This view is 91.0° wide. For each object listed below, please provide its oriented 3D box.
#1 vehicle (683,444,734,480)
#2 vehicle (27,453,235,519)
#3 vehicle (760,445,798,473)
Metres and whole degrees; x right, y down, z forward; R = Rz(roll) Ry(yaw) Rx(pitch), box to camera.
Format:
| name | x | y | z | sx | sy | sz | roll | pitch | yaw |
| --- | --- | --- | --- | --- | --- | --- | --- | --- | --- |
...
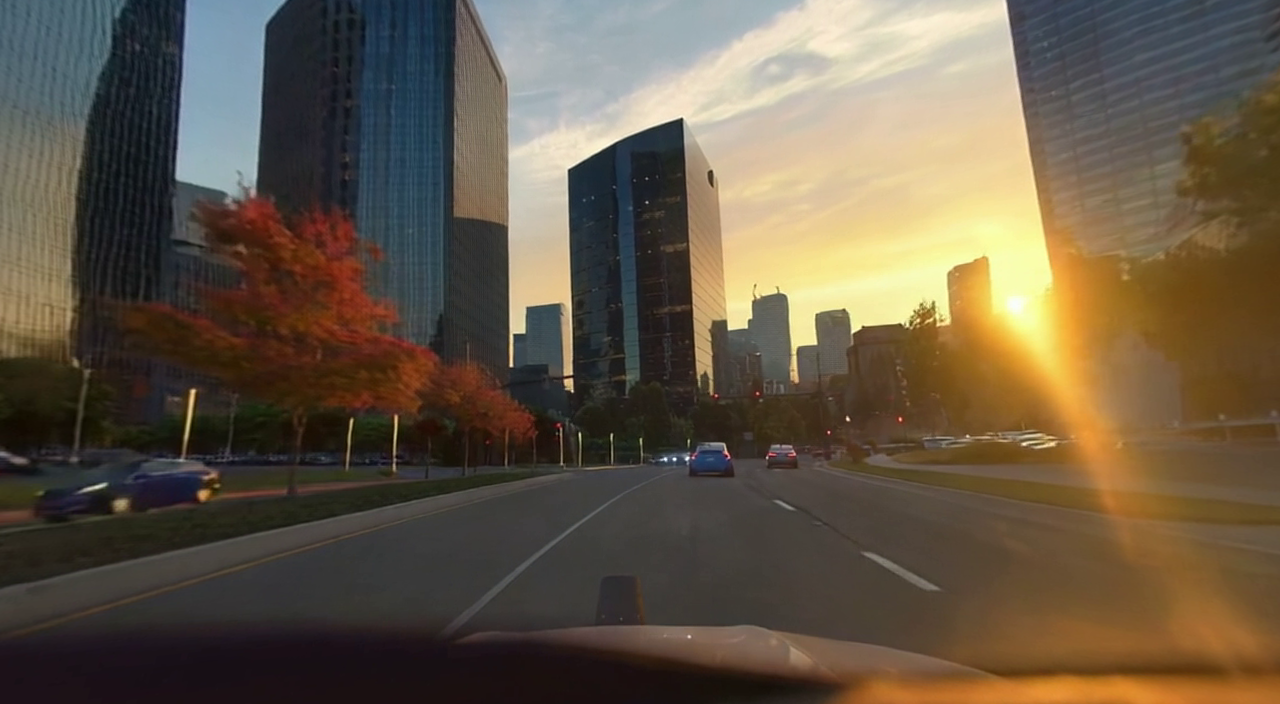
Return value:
| name | x | y | z | sx | sy | sz | roll | pitch | yaw |
| --- | --- | --- | --- | --- | --- | --- | --- | --- | --- |
| vehicle | 3.160 | 4.975 | 28.607 | 2.127 | 1.497 | 4.020 | -1 | -9 | 8 |
| vehicle | -14.644 | 3.822 | 18.572 | 1.926 | 1.619 | 4.649 | -1 | -9 | 6 |
| vehicle | 8.005 | 6.166 | 36.550 | 1.916 | 1.492 | 3.911 | -2 | -9 | 9 |
